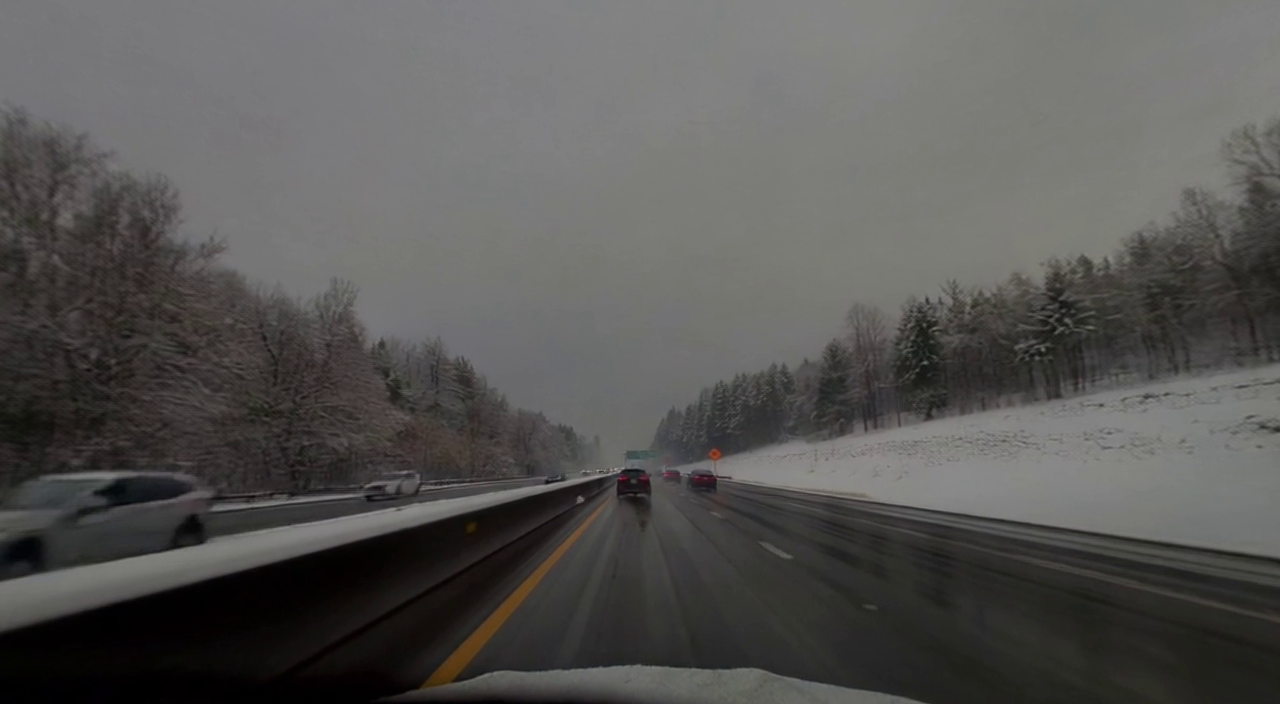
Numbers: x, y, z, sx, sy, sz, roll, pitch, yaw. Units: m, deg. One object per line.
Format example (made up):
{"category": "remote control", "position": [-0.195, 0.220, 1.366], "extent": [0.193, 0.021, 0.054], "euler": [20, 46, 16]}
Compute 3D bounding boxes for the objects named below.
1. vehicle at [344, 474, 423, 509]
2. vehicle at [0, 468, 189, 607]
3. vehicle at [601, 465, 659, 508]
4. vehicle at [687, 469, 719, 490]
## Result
{"category": "vehicle", "position": [-12.167, 6.630, 30.200], "extent": [1.909, 1.445, 4.225], "euler": [0, -10, 2]}
{"category": "vehicle", "position": [-7.820, 2.179, 7.726], "extent": [1.780, 1.447, 3.670], "euler": [1, -10, 0]}
{"category": "vehicle", "position": [-0.375, 5.120, 24.205], "extent": [2.060, 1.473, 3.726], "euler": [1, -10, -1]}
{"category": "vehicle", "position": [4.743, 9.694, 47.965], "extent": [1.974, 1.476, 4.119], "euler": [1, -10, -1]}
